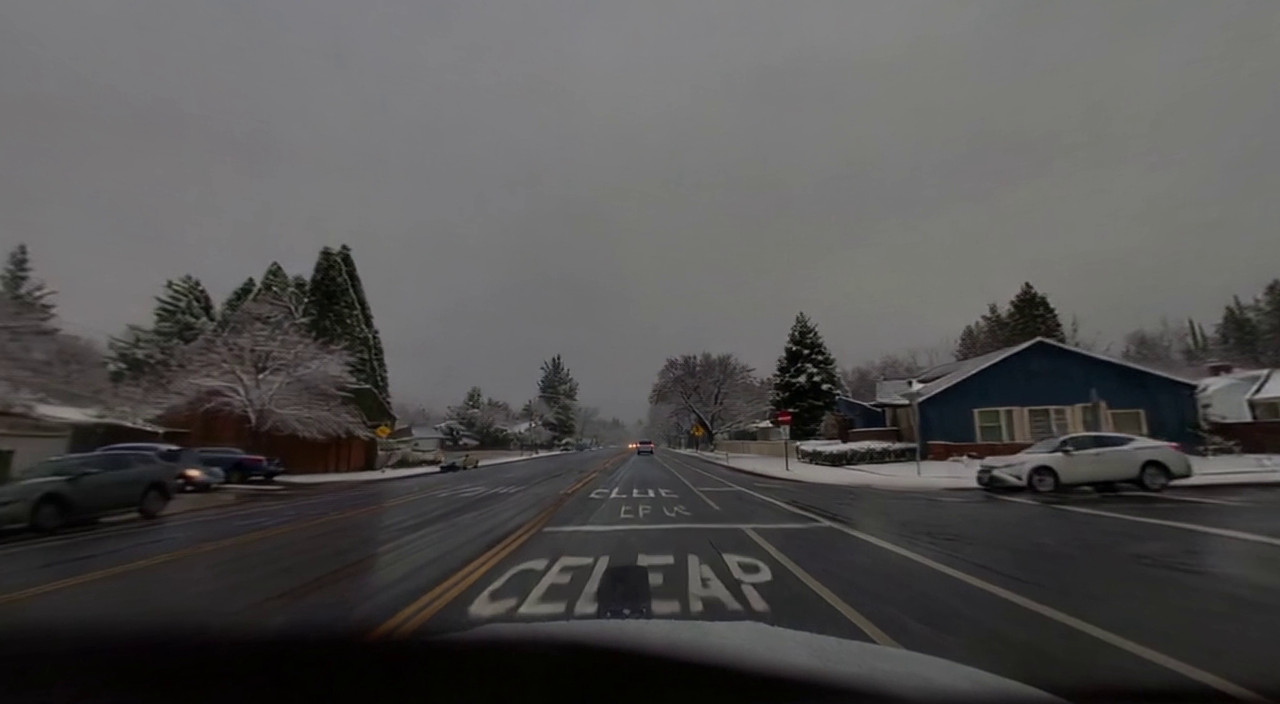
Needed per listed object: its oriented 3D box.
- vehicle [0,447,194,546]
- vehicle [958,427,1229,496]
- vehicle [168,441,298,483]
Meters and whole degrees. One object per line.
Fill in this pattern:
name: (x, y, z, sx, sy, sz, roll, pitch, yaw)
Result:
vehicle: (-12.595, 3.090, 14.104, 1.965, 1.653, 4.488, -3, -6, 1)
vehicle: (10.793, 2.658, 15.451, 4.818, 1.525, 2.163, -2, -9, 9)
vehicle: (-19.163, 5.171, 29.824, 4.630, 1.896, 2.092, 0, -9, 0)
